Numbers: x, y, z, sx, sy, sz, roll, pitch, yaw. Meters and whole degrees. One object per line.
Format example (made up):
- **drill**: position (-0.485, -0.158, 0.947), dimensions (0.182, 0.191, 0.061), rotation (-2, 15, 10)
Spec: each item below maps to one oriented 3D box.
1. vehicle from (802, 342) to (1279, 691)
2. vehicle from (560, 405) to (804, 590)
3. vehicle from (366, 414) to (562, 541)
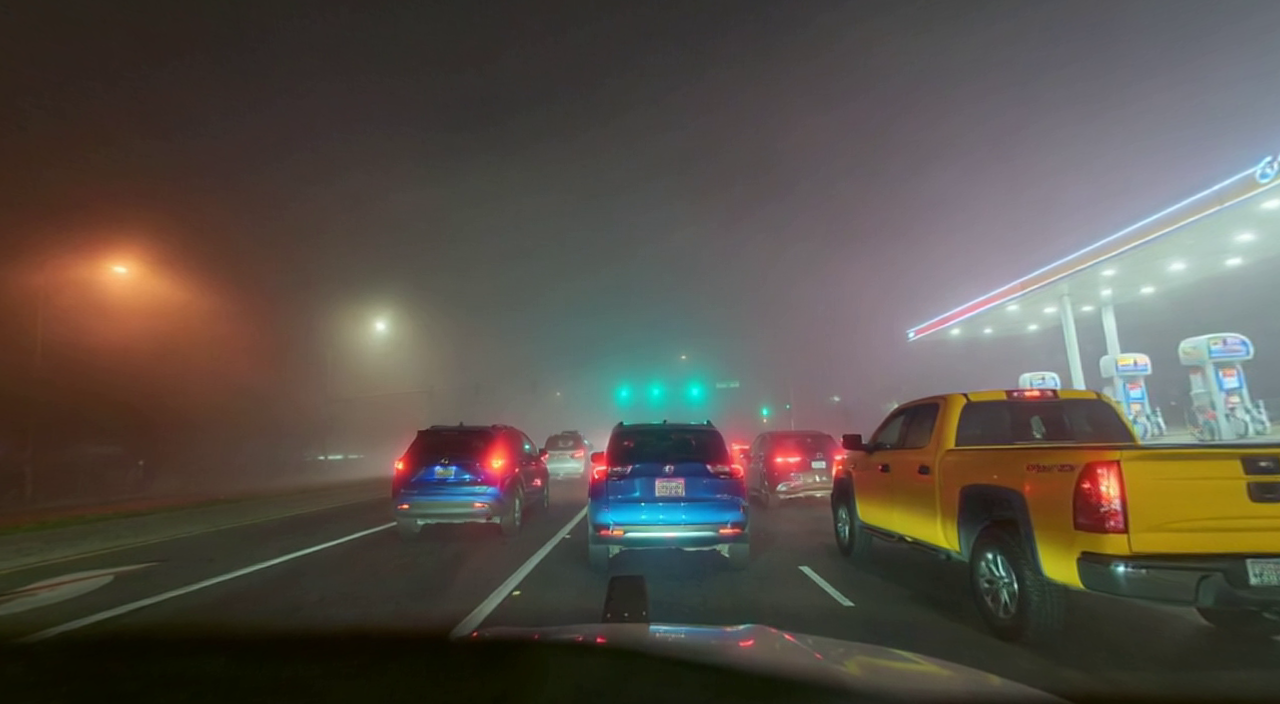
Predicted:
- **vehicle**: position (3.405, 1.261, 6.115), dimensions (2.161, 1.868, 5.321), rotation (0, -8, -1)
- **vehicle**: position (0.363, 1.611, 7.779), dimensions (2.181, 1.650, 4.083), rotation (0, -8, 0)
- **vehicle**: position (-2.710, 2.051, 10.913), dimensions (2.019, 1.731, 4.299), rotation (0, -8, 2)
